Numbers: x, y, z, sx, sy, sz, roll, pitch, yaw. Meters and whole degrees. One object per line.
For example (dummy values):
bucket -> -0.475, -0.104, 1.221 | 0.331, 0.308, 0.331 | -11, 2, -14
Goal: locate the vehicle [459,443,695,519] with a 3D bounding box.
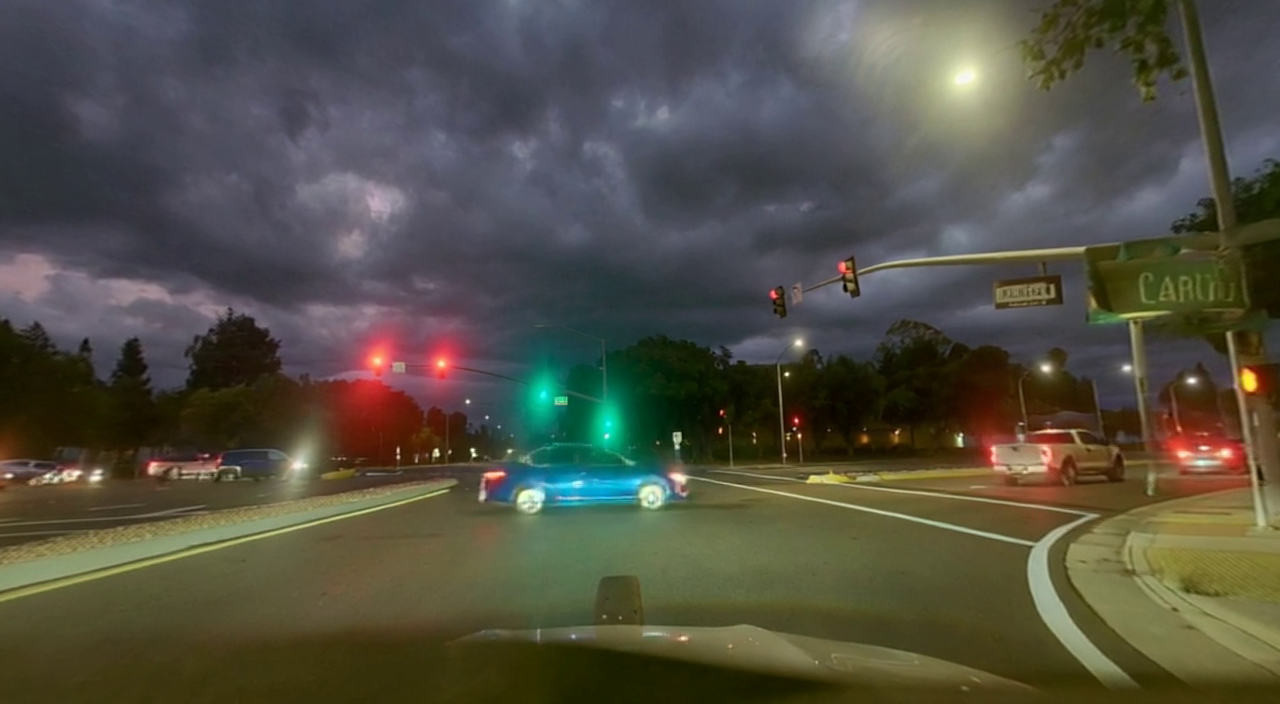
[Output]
vehicle -> -1.282, 2.732, 13.713 | 4.702, 1.468, 1.999 | 0, -9, -3

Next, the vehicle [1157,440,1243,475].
vehicle -> 26.135, 4.883, 29.446 | 4.728, 1.471, 1.957 | 6, -11, -37

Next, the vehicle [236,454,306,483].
vehicle -> -22.235, 7.008, 38.306 | 2.020, 1.615, 4.656 | 1, -9, -9

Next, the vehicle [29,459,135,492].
vehicle -> -29.049, 6.415, 33.137 | 1.965, 1.448, 4.553 | 1, -9, -10

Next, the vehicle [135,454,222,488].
vehicle -> -25.651, 6.584, 35.343 | 2.081, 1.670, 4.376 | 1, -9, -9

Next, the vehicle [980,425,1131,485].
vehicle -> 15.316, 3.742, 23.175 | 5.896, 1.937, 2.358 | 5, -10, -33
